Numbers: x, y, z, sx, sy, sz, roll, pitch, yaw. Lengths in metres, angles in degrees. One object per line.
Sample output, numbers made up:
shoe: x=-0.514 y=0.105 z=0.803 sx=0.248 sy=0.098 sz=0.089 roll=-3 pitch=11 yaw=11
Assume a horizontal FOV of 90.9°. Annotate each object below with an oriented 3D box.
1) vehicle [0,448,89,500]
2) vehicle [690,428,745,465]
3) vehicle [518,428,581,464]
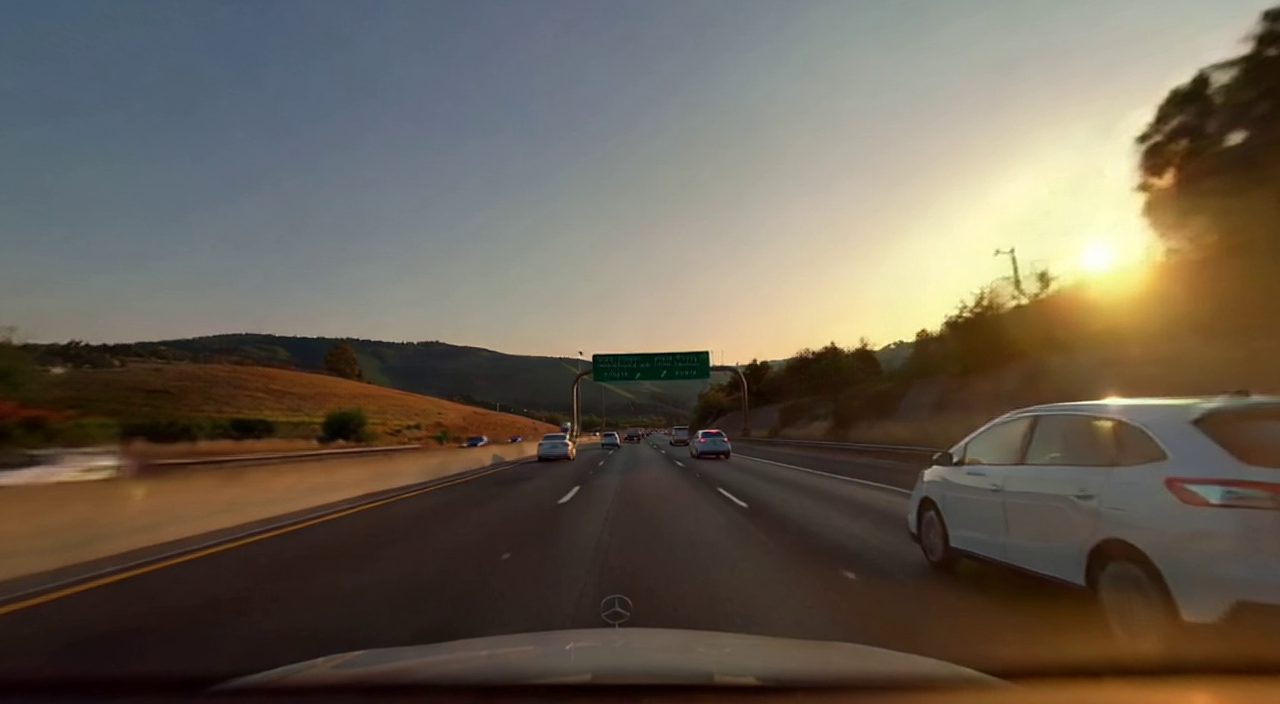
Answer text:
vehicle: x=-19.347 y=3.682 z=19.232 sx=1.754 sy=1.429 sz=3.677 roll=0 pitch=-8 yaw=-1
vehicle: x=3.289 y=4.067 z=27.373 sx=1.806 sy=1.469 sz=3.681 roll=0 pitch=-8 yaw=-1
vehicle: x=-3.906 y=4.151 z=28.057 sx=2.204 sy=1.486 sz=4.121 roll=0 pitch=-8 yaw=0
